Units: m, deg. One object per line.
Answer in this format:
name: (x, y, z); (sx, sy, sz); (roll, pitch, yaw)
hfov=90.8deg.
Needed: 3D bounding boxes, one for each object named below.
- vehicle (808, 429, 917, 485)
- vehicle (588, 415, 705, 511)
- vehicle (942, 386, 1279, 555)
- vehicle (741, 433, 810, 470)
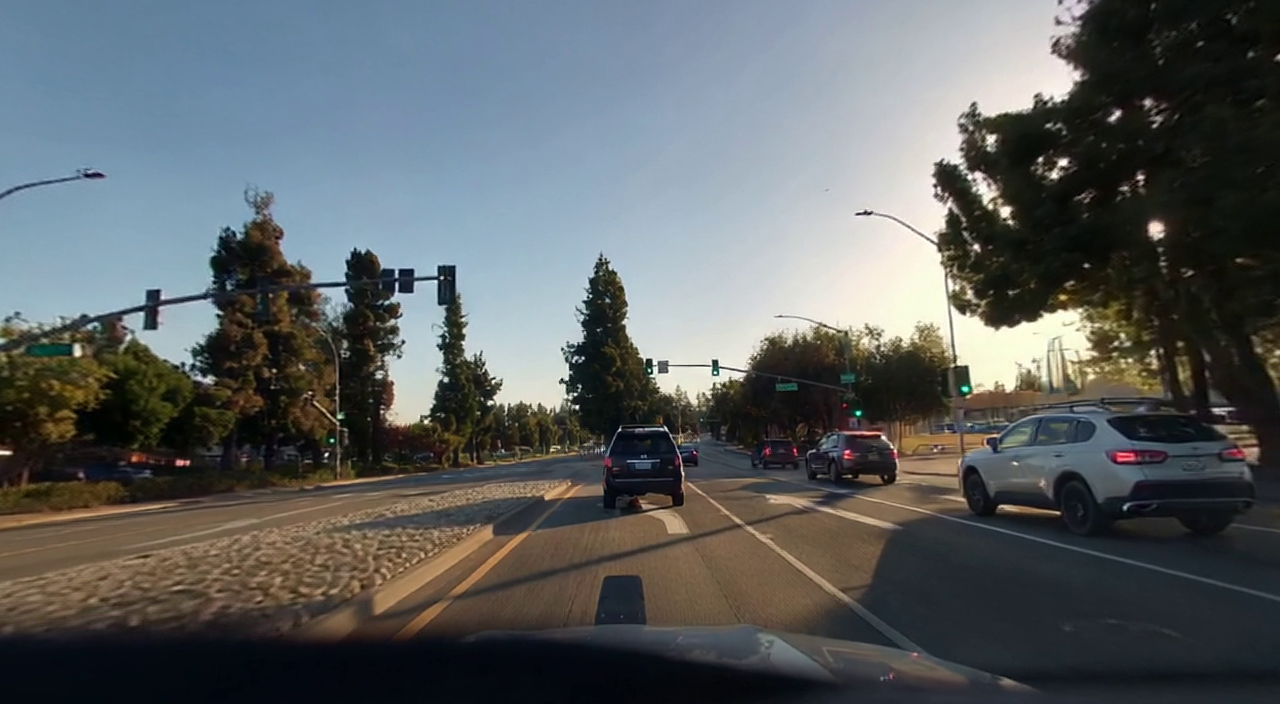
vehicle: (7.197, 3.444, 20.965); (2.025, 1.642, 4.189); (0, -9, 0)
vehicle: (0.088, 2.545, 14.839); (2.353, 1.894, 4.122); (0, -9, -1)
vehicle: (7.124, 1.712, 9.757); (2.251, 1.873, 5.346); (0, -9, 0)
vehicle: (7.011, 5.232, 33.270); (2.440, 1.775, 4.791); (0, -9, -2)
